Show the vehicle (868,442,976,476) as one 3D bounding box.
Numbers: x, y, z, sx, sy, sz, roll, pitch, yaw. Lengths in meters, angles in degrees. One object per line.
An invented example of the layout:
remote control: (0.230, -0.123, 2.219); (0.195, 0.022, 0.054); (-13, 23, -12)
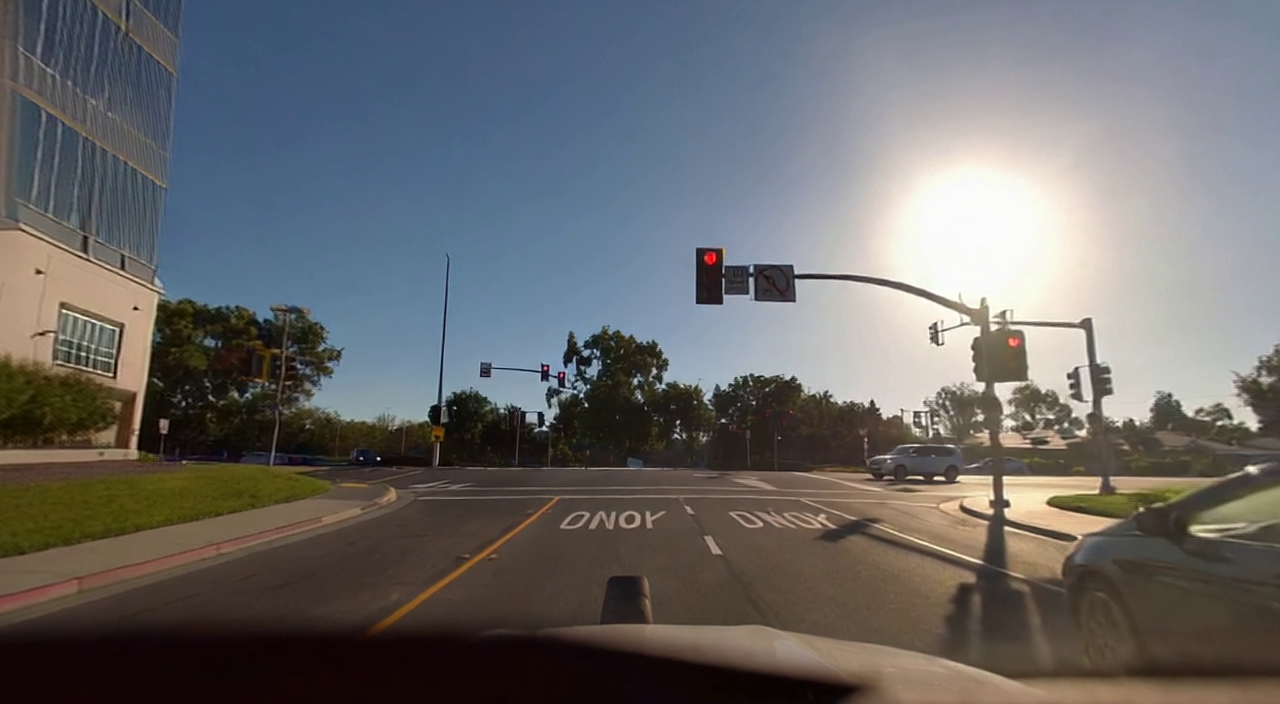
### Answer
vehicle: (14.920, 5.672, 33.535); (4.715, 1.671, 2.030); (0, -8, 0)

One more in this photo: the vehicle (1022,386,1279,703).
vehicle: (3.381, 0.805, 1.538); (2.036, 1.583, 4.911); (-1, -8, 3)
